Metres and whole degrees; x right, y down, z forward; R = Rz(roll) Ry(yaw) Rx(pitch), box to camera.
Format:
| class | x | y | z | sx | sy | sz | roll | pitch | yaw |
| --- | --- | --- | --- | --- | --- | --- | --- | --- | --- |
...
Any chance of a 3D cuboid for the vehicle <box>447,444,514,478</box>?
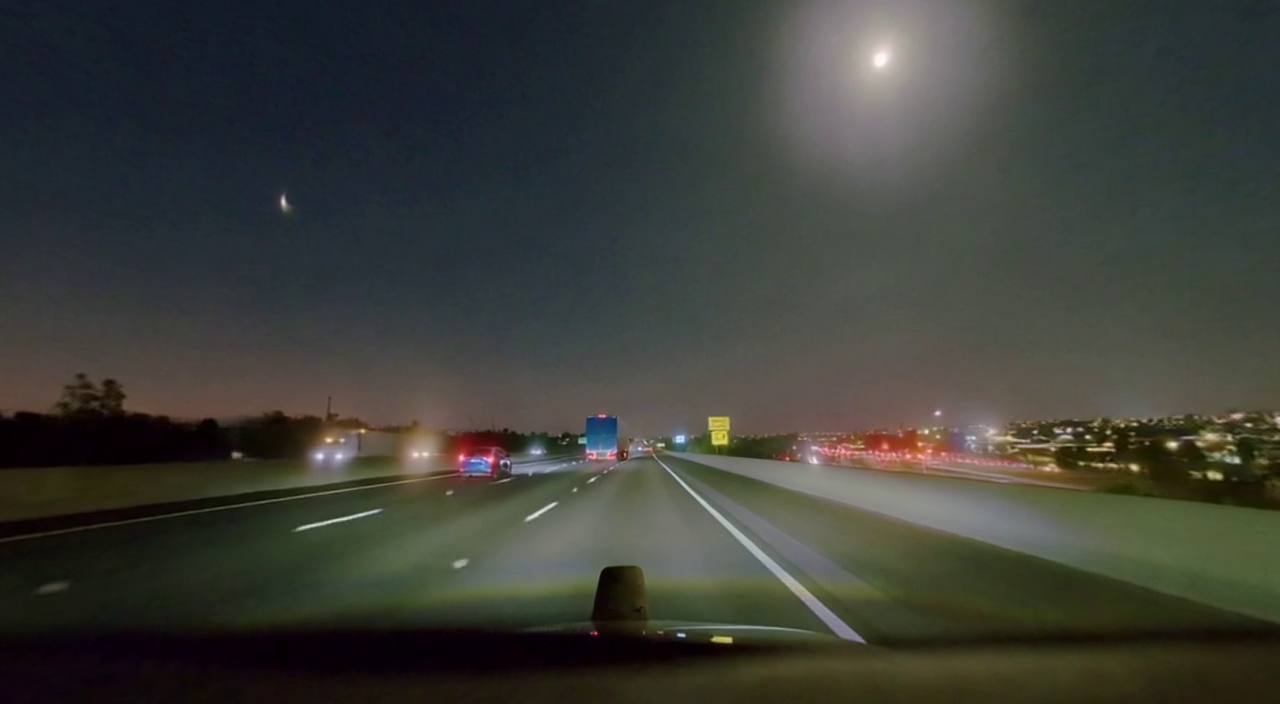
| class | x | y | z | sx | sy | sz | roll | pitch | yaw |
| --- | --- | --- | --- | --- | --- | --- | --- | --- | --- |
| vehicle | -7.550 | 5.188 | 30.157 | 1.901 | 1.467 | 4.629 | -1 | -8 | 1 |

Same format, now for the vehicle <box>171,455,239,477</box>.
| class | x | y | z | sx | sy | sz | roll | pitch | yaw |
| --- | --- | --- | --- | --- | --- | --- | --- | --- | --- |
| vehicle | -31.123 | 8.138 | 45.036 | 1.814 | 1.421 | 4.156 | -1 | -8 | 2 |
